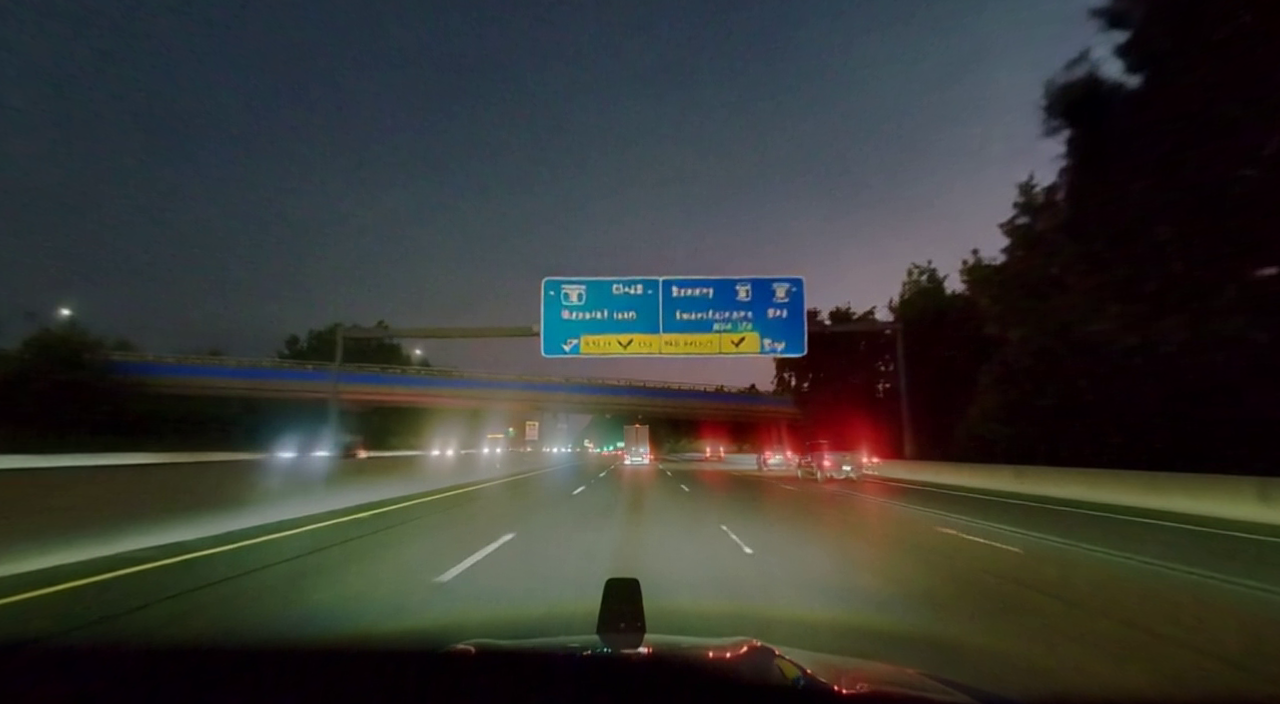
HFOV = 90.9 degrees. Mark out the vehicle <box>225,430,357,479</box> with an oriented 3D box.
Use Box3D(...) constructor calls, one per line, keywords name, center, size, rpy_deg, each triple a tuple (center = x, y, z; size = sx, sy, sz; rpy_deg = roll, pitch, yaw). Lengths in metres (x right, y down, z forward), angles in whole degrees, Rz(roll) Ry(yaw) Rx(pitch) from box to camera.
Box3D(name="vehicle", center=(-12.086, 3.616, 22.289), size=(1.936, 1.515, 4.769), rpy_deg=(0, -9, 0))
